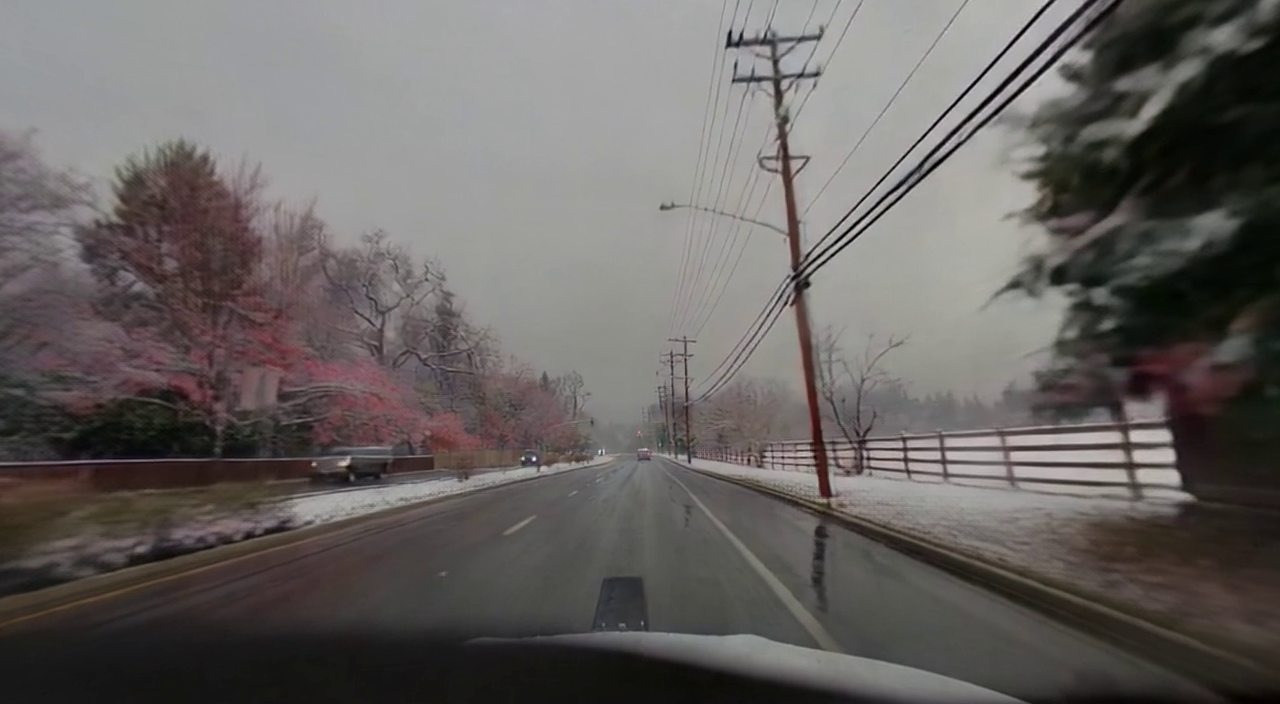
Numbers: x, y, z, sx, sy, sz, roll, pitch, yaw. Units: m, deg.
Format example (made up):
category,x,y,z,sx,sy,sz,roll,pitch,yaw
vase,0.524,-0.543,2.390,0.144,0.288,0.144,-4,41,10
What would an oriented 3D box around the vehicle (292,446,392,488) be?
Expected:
category,x,y,z,sx,sy,sz,roll,pitch,yaw
vehicle,-15.299,5.918,32.847,2.269,1.943,5.876,-1,-8,1
